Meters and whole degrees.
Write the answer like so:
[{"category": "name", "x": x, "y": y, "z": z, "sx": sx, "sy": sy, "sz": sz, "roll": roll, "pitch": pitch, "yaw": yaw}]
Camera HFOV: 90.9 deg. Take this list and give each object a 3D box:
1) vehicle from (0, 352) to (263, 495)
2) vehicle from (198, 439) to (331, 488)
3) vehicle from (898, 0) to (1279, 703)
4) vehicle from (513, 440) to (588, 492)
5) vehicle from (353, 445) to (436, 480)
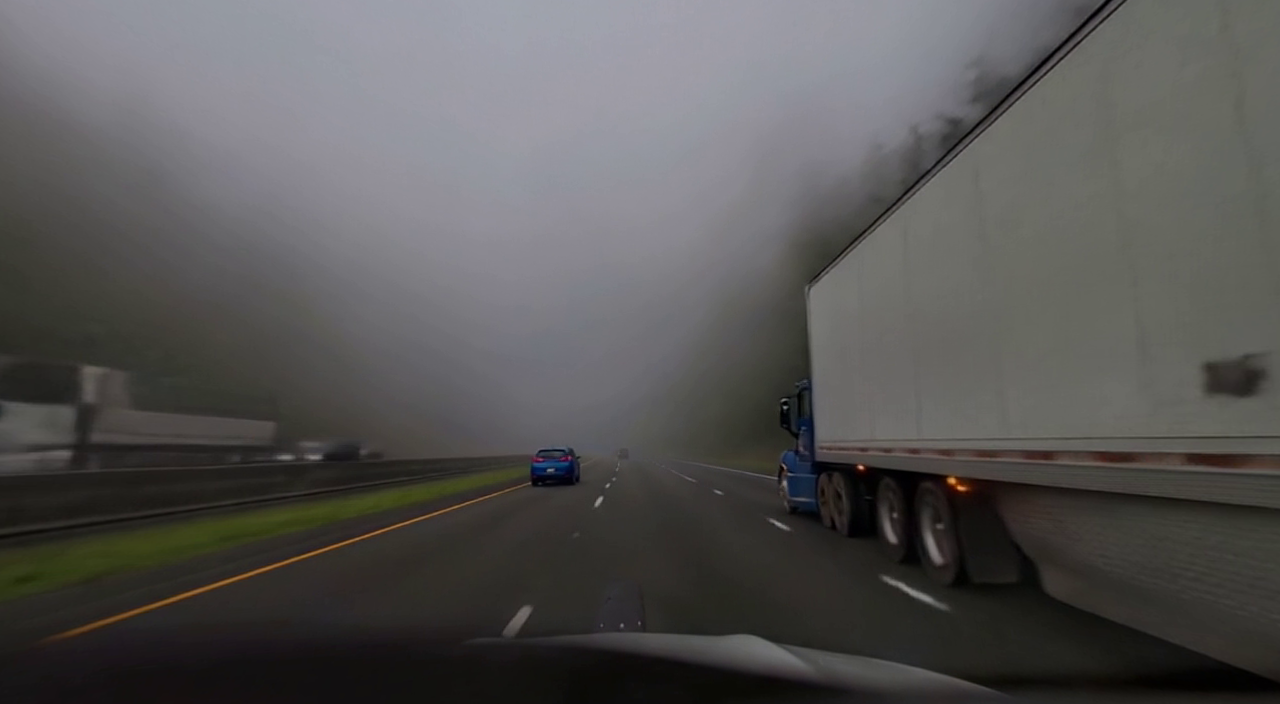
[{"category": "vehicle", "x": -18.838, "y": 2.778, "z": 22.510, "sx": 3.273, "sy": 3.792, "sz": 12.173, "roll": 0, "pitch": -9, "yaw": 0}, {"category": "vehicle", "x": -14.508, "y": 4.347, "z": 24.847, "sx": 1.871, "sy": 1.662, "sz": 5.423, "roll": 0, "pitch": -9, "yaw": 0}, {"category": "vehicle", "x": 4.594, "y": 0.015, "z": 4.318, "sx": 3.025, "sy": 3.905, "sz": 5.860, "roll": 0, "pitch": -9, "yaw": 0}, {"category": "vehicle", "x": -3.122, "y": 4.110, "z": 23.001, "sx": 2.115, "sy": 1.670, "sz": 4.261, "roll": 0, "pitch": -9, "yaw": 0}, {"category": "vehicle", "x": -11.441, "y": 5.185, "z": 29.742, "sx": 2.015, "sy": 1.475, "sz": 4.691, "roll": 0, "pitch": -9, "yaw": 0}]
